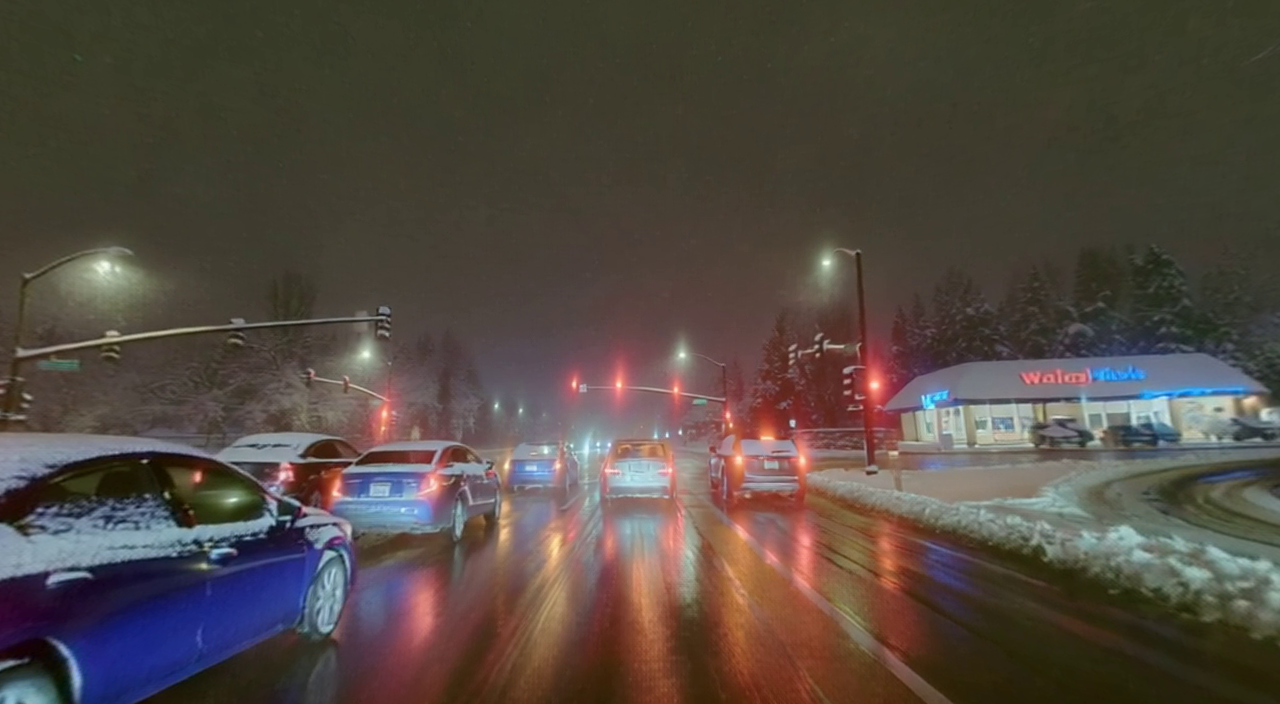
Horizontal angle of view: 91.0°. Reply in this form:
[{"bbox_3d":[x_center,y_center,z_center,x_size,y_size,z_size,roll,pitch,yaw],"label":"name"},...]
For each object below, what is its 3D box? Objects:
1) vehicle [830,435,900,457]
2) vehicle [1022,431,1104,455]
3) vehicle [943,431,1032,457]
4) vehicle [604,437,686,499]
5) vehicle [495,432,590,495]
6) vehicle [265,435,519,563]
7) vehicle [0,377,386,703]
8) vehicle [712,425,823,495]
[{"bbox_3d":[17.500,7.361,49.124,4.626,1.653,1.982,0,-9,1],"label":"vehicle"},{"bbox_3d":[30.593,6.578,45.626,4.432,1.680,1.932,0,-9,2],"label":"vehicle"},{"bbox_3d":[23.336,6.209,42.442,4.781,1.700,1.986,0,-9,1],"label":"vehicle"},{"bbox_3d":[0.147,3.176,17.605,2.032,1.499,3.994,0,-9,1],"label":"vehicle"},{"bbox_3d":[-2.815,3.333,19.134,2.072,1.694,4.070,0,-9,2],"label":"vehicle"},{"bbox_3d":[-3.324,2.058,9.586,2.014,1.472,4.357,0,-9,1],"label":"vehicle"},{"bbox_3d":[-3.079,0.892,2.216,2.249,1.517,4.951,0,-9,1],"label":"vehicle"},{"bbox_3d":[3.361,2.991,17.636,2.076,1.691,4.402,0,-9,-2],"label":"vehicle"}]
